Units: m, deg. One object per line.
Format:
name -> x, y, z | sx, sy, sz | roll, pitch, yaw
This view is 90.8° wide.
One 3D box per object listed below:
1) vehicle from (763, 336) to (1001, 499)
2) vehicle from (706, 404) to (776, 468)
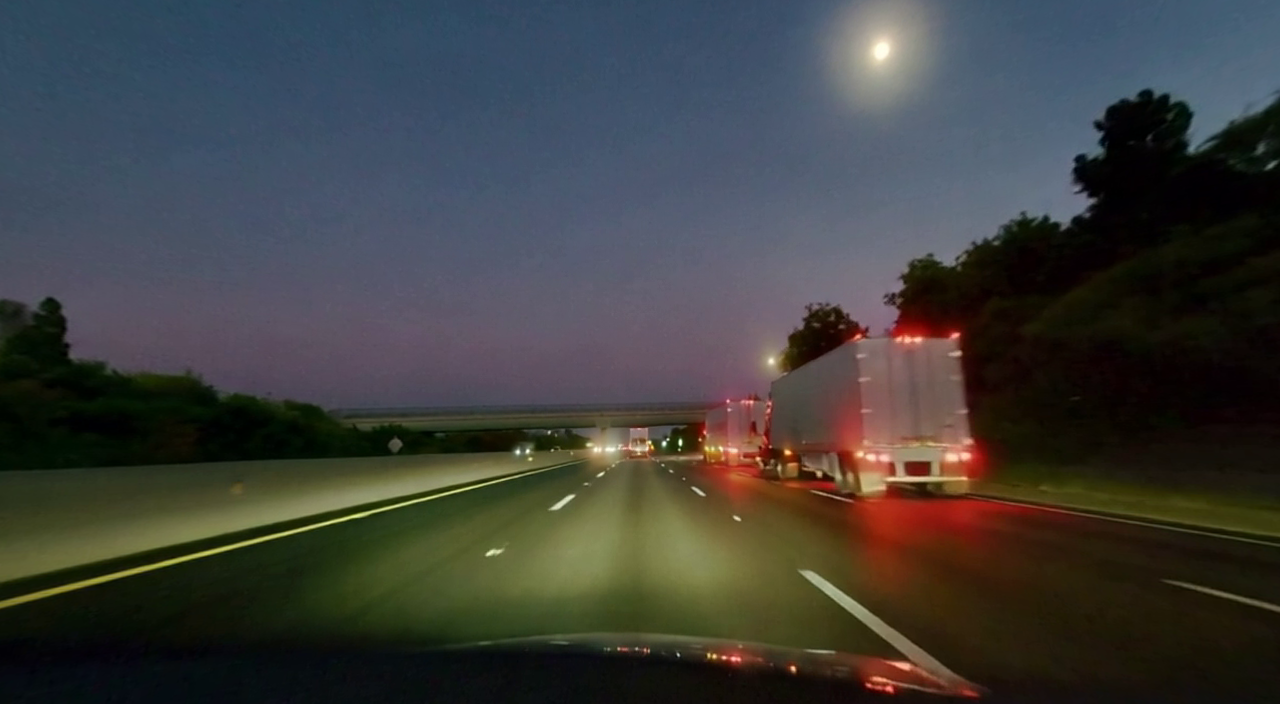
vehicle -> 7.388, 2.700, 22.841 | 2.906, 4.070, 14.134 | 0, -9, 0
vehicle -> 7.219, 6.515, 47.785 | 2.937, 4.105, 14.800 | 0, -9, 0
